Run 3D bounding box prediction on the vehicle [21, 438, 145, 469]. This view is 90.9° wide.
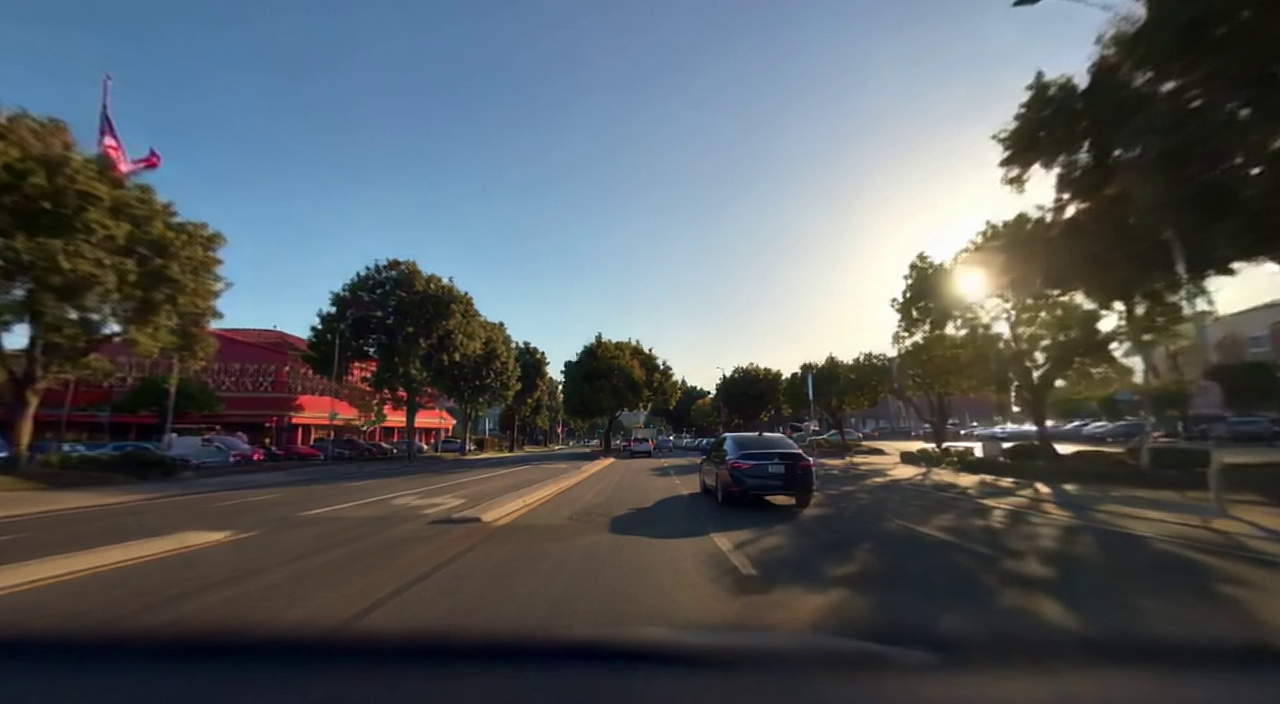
[{"bbox_3d":[-36.723,6.725,41.701,5.748,1.927,2.252,0,-9,-5],"label":"vehicle"}]

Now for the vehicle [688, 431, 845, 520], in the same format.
[{"bbox_3d":[2.320,2.440,13.047,2.091,1.472,4.697,0,-8,-3],"label":"vehicle"}]

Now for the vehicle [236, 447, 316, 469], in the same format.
[{"bbox_3d":[-23.329,6.796,40.460,4.077,1.342,1.813,-1,-9,4],"label":"vehicle"}]

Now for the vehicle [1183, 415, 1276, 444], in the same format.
[{"bbox_3d":[32.910,4.400,35.361,1.888,1.467,4.425,-3,-8,16],"label":"vehicle"}]

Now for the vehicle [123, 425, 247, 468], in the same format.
[{"bbox_3d":[-35.046,7.274,48.763,7.010,3.172,3.077,0,-8,-1],"label":"vehicle"}]

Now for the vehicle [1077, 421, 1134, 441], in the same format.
[{"bbox_3d":[35.114,6.012,47.703,1.842,1.473,4.620,-2,-8,15],"label":"vehicle"}]
